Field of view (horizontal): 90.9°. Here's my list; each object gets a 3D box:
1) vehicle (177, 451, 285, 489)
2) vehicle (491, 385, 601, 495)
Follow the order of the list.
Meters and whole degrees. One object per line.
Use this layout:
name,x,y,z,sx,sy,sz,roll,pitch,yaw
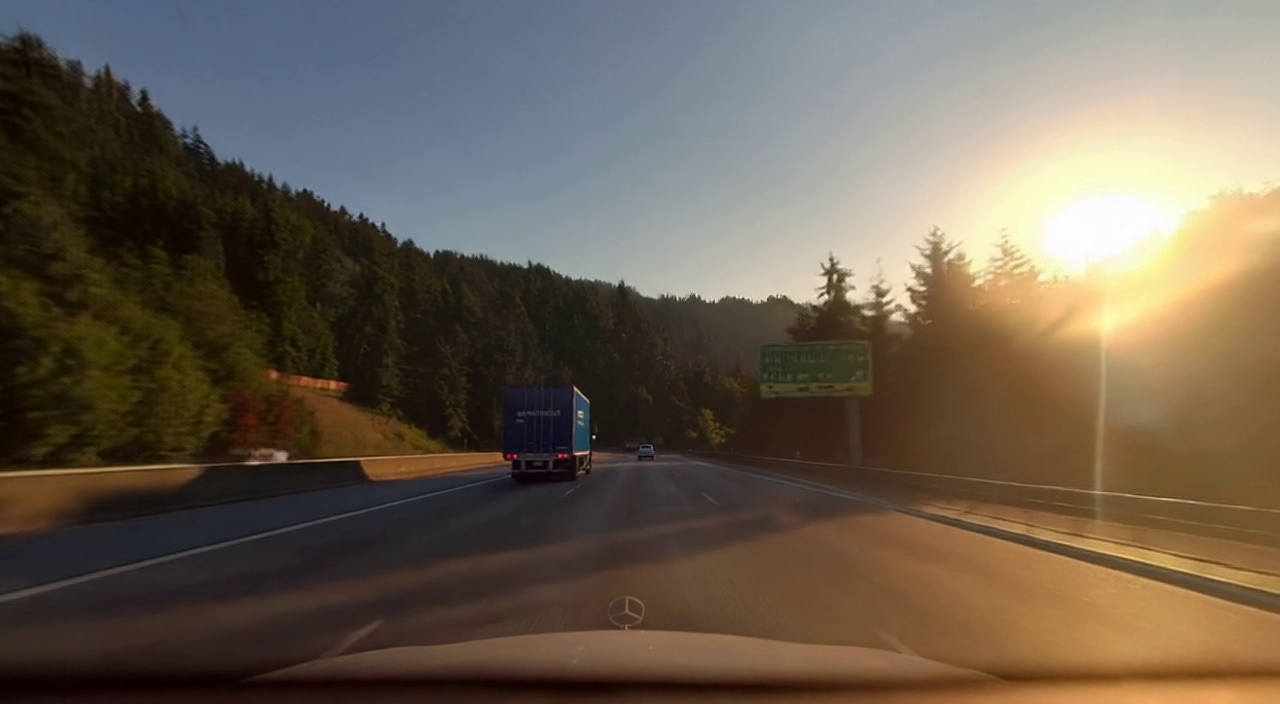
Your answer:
vehicle,-16.940,4.880,26.378,1.819,1.454,3.978,0,-9,0
vehicle,-2.917,3.059,21.721,2.695,3.151,6.885,0,-9,0
